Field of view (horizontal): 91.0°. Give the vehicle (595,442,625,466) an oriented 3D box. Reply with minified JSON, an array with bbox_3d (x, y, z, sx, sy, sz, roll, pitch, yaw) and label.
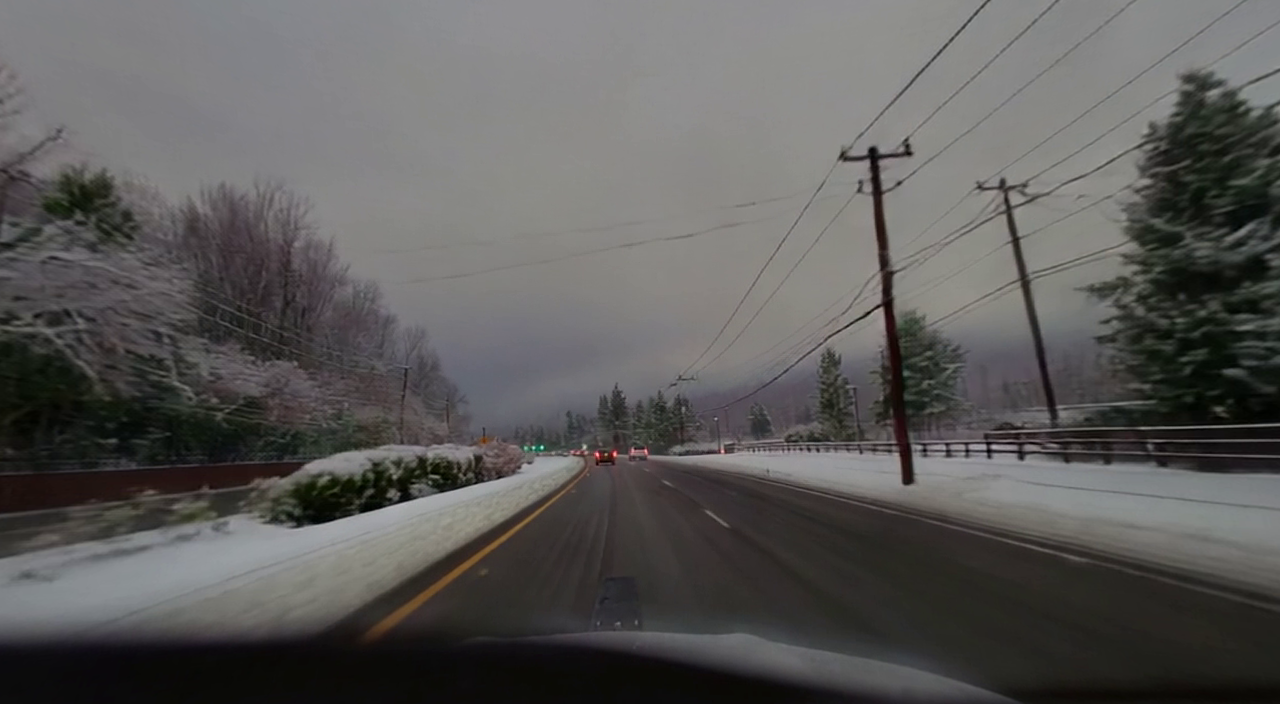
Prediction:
[{"bbox_3d":[-2.217,7.364,45.441,2.005,1.633,4.044,1,-8,-4],"label":"vehicle"}]
